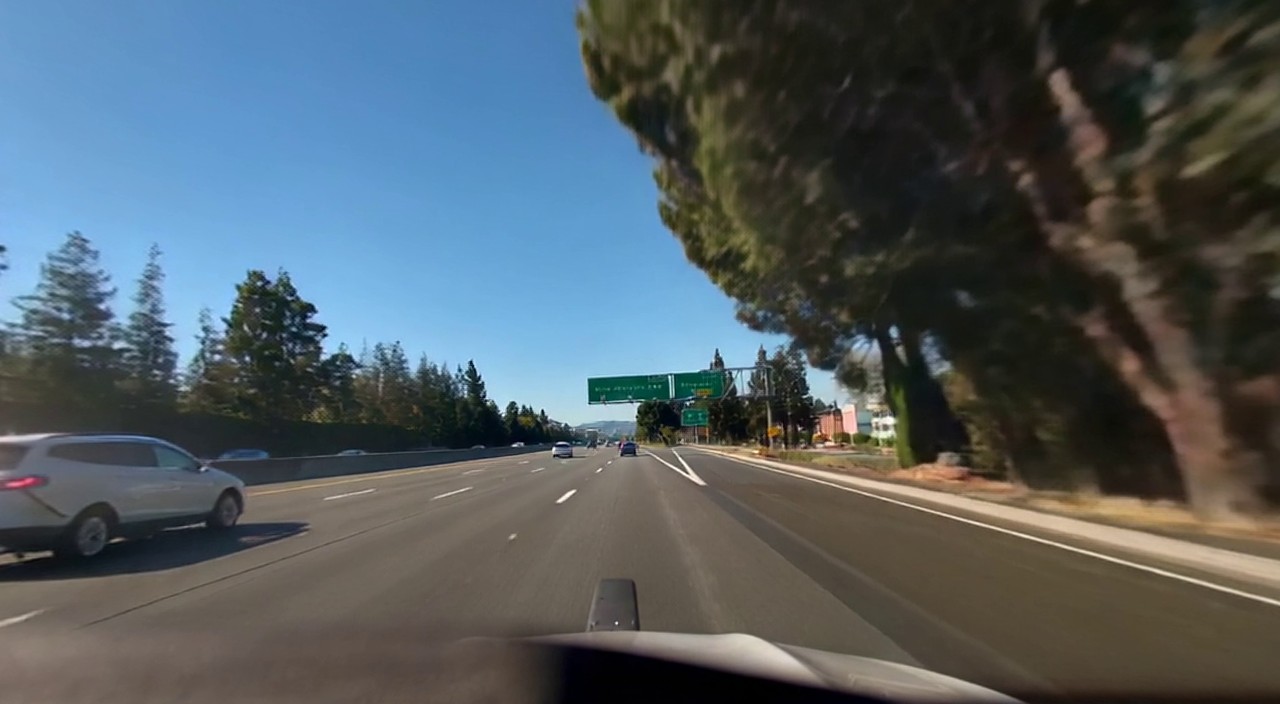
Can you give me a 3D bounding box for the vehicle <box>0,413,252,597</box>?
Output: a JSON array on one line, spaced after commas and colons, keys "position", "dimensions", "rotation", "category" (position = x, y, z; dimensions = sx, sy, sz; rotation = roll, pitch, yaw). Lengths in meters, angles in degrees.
[{"position": [-6.670, 1.533, 6.747], "dimensions": [2.016, 1.606, 4.806], "rotation": [0, -9, 0], "category": "vehicle"}]
